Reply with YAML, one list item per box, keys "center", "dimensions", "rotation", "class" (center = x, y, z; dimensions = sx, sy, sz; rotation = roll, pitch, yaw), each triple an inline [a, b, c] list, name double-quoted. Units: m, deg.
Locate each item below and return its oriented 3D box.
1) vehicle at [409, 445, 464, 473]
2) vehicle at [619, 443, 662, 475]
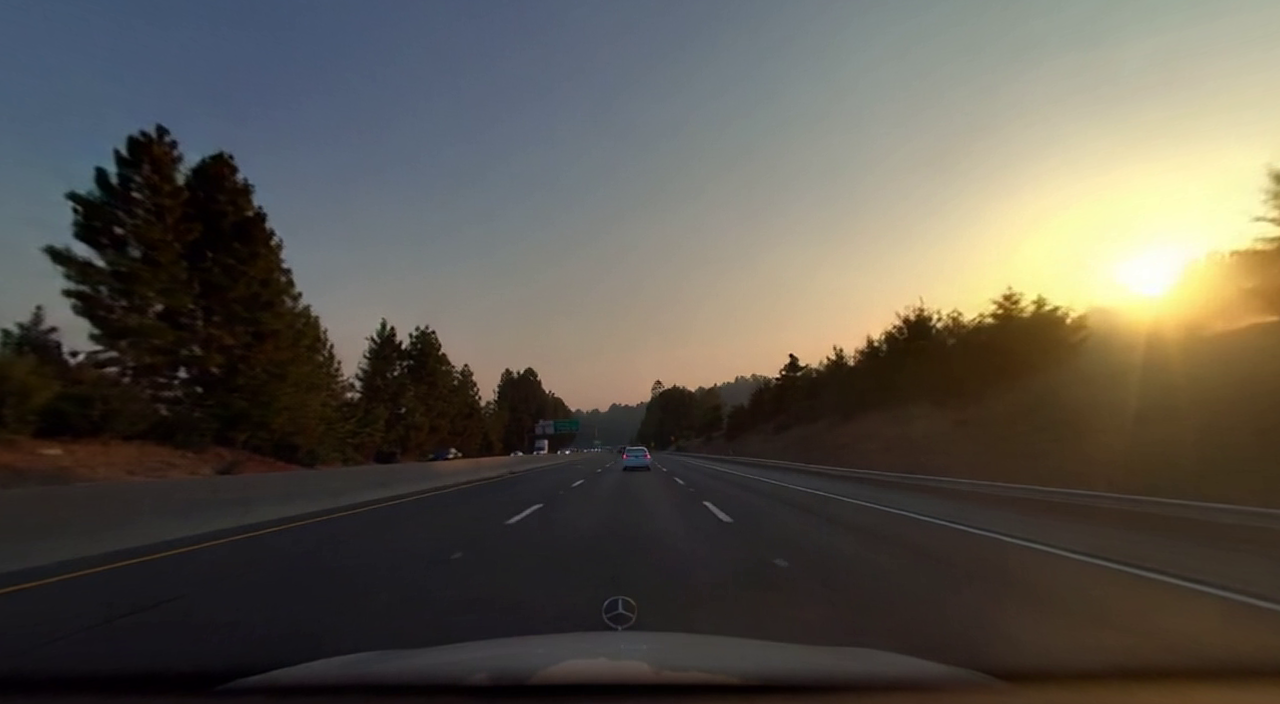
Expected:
- center: [-13.648, 7.183, 42.283]
  dimensions: [2.074, 1.695, 4.789]
  rotation: [0, -9, 0]
  class: "vehicle"
- center: [-0.004, 5.556, 32.652]
  dimensions: [2.095, 1.537, 4.017]
  rotation: [0, -9, -1]
  class: "vehicle"
